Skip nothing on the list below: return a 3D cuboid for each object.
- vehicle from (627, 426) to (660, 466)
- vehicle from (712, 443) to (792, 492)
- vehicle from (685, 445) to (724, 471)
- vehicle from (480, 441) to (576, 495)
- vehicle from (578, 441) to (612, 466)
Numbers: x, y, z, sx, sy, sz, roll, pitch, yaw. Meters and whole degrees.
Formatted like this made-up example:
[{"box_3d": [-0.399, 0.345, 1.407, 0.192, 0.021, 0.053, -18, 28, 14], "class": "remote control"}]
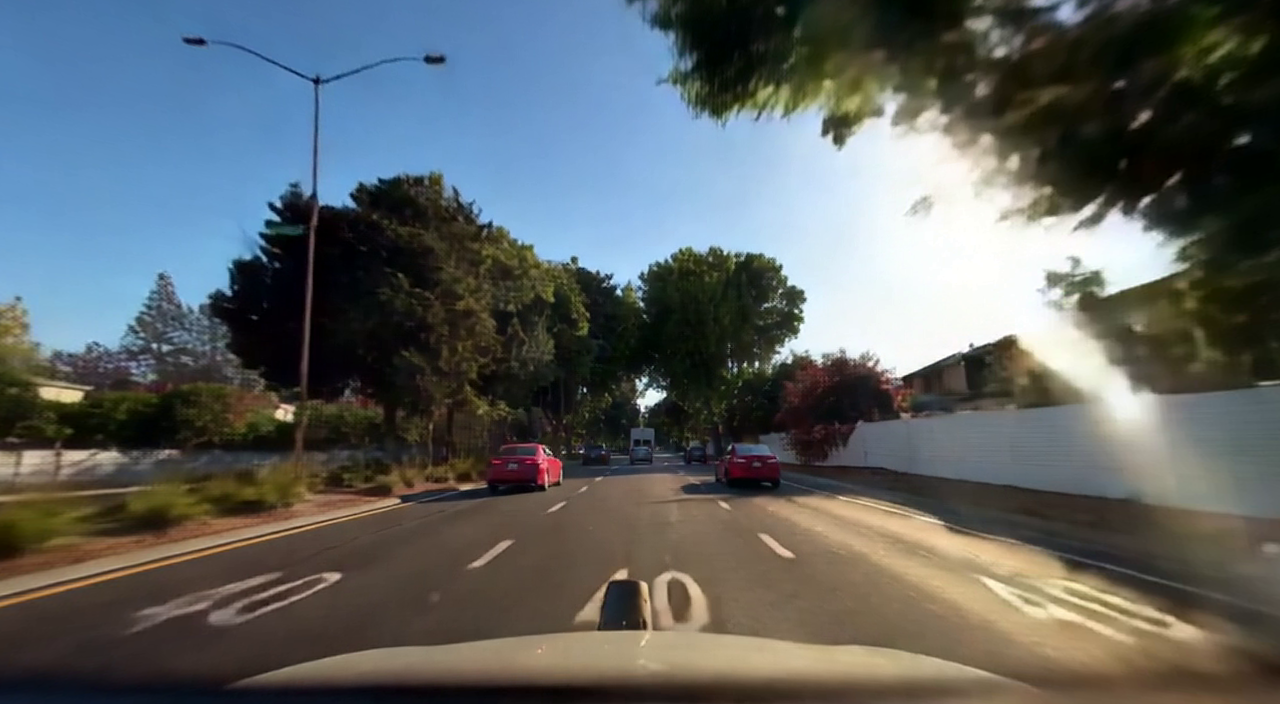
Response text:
[{"box_3d": [0.286, 6.856, 45.970, 2.311, 2.726, 5.814, 0, -8, 1], "class": "vehicle"}, {"box_3d": [3.687, 3.870, 21.449, 1.945, 1.469, 4.258, 0, -8, 0], "class": "vehicle"}, {"box_3d": [4.003, 6.624, 39.450, 1.905, 1.520, 4.340, 1, -8, -1], "class": "vehicle"}, {"box_3d": [-3.353, 3.576, 19.821, 2.036, 1.474, 4.647, 0, -8, 2], "class": "vehicle"}, {"box_3d": [-3.167, 7.301, 45.264, 2.021, 1.715, 4.329, 0, -8, 1], "class": "vehicle"}]
